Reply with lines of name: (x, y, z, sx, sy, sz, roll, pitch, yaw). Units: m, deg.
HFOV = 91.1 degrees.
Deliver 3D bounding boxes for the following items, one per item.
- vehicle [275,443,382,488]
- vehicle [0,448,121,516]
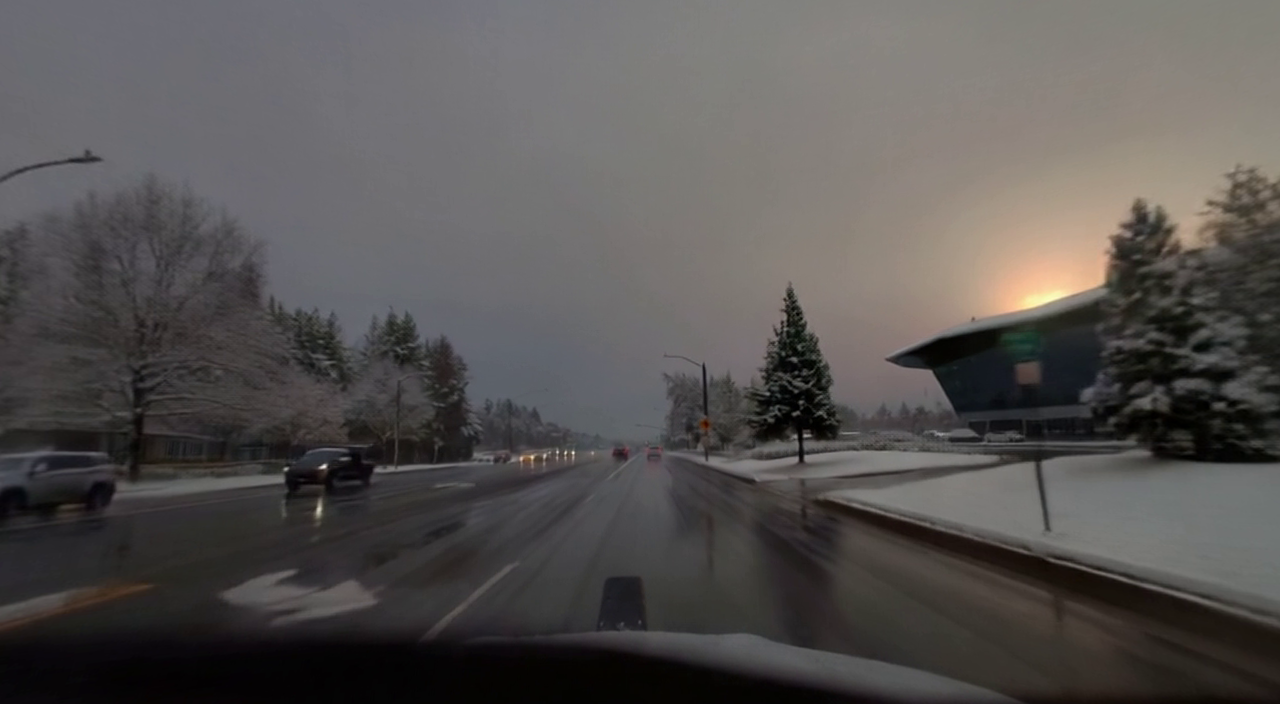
vehicle: (-13.410, 4.885, 27.424, 2.145, 1.754, 4.777, 0, -8, 1)
vehicle: (-17.316, 3.594, 17.406, 1.998, 1.724, 4.486, -3, -9, 0)
